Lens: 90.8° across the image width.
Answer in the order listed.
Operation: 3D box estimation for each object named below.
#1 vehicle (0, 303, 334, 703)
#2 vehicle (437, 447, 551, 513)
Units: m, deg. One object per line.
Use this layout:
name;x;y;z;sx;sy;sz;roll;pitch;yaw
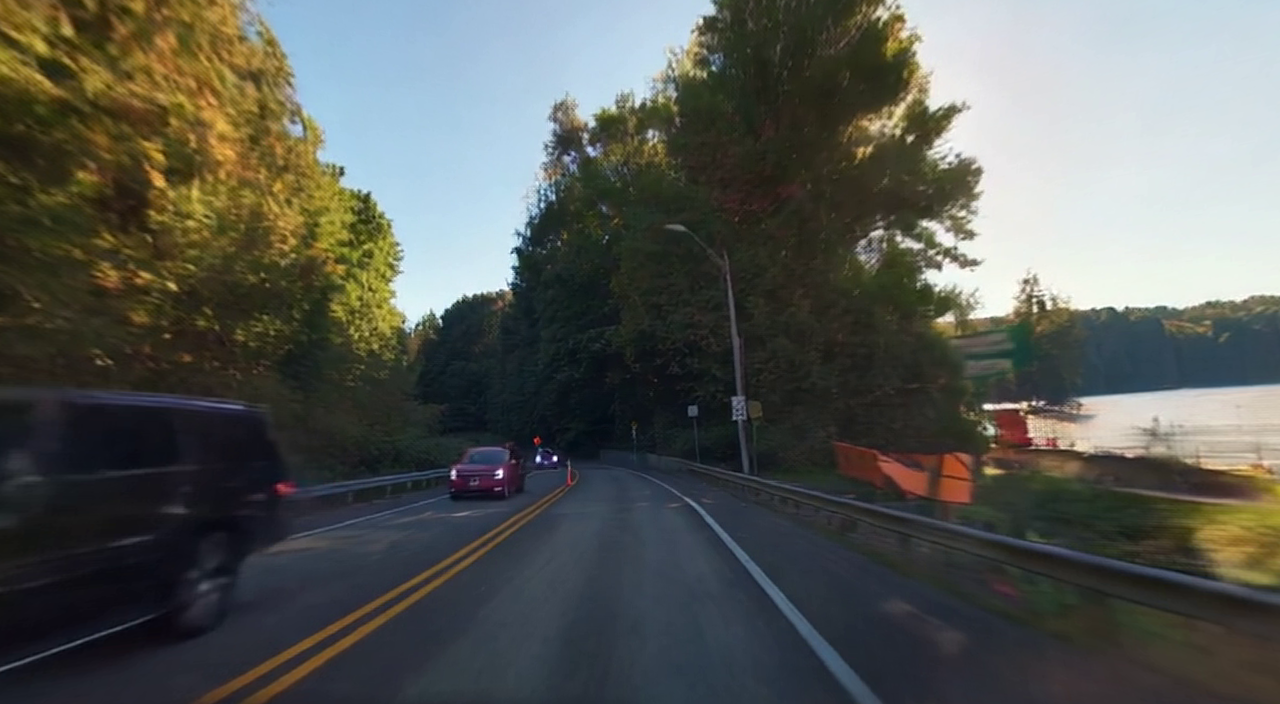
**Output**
vehicle;-3.927;0.823;3.093;2.221;1.969;5.153;0;-8;0
vehicle;-3.568;3.191;16.302;2.032;1.444;4.164;0;-8;-1
